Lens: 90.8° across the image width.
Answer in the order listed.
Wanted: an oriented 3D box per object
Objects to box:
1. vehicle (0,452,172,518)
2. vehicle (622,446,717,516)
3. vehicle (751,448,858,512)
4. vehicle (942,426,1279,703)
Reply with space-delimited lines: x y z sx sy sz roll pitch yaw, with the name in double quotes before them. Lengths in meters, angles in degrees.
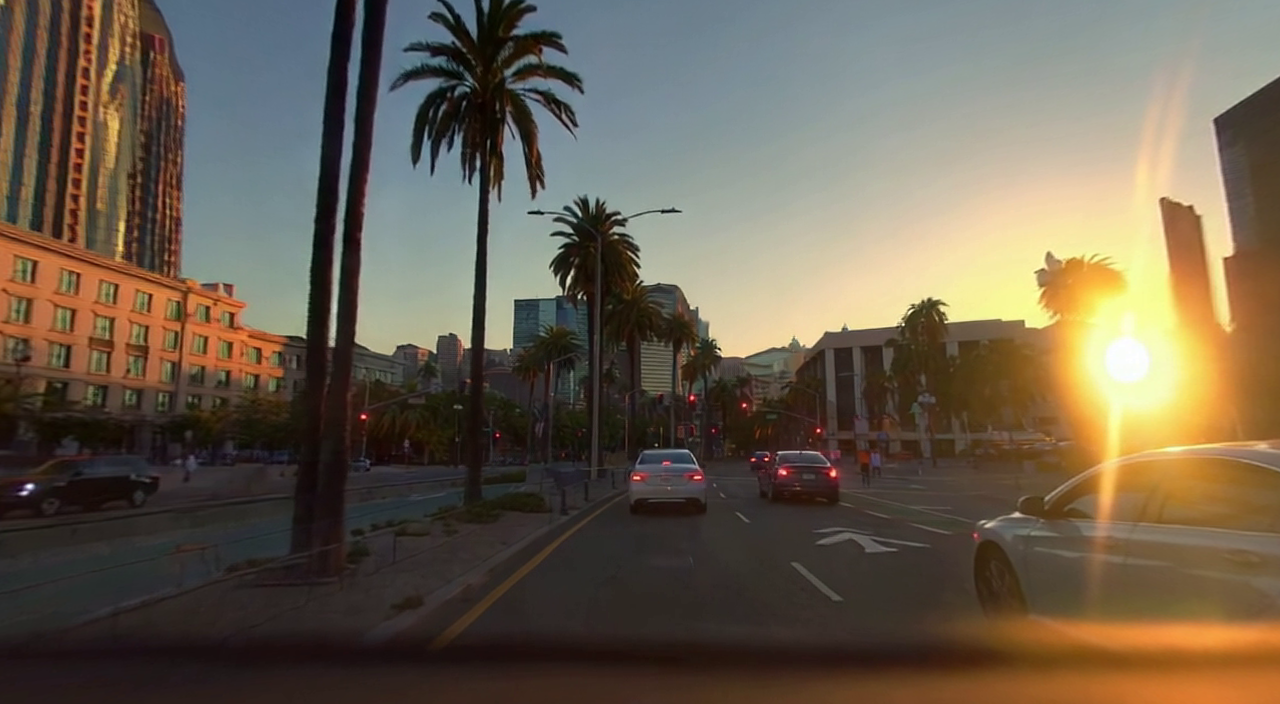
"vehicle" -16.923 3.841 18.868 2.078 1.662 4.436 -2 -9 9
"vehicle" 0.782 3.090 15.628 2.078 1.503 3.681 -1 -9 5
"vehicle" 4.287 3.389 17.244 1.920 1.490 4.417 -1 -9 3
"vehicle" 3.732 1.209 3.695 1.913 1.469 4.425 -1 -9 3
